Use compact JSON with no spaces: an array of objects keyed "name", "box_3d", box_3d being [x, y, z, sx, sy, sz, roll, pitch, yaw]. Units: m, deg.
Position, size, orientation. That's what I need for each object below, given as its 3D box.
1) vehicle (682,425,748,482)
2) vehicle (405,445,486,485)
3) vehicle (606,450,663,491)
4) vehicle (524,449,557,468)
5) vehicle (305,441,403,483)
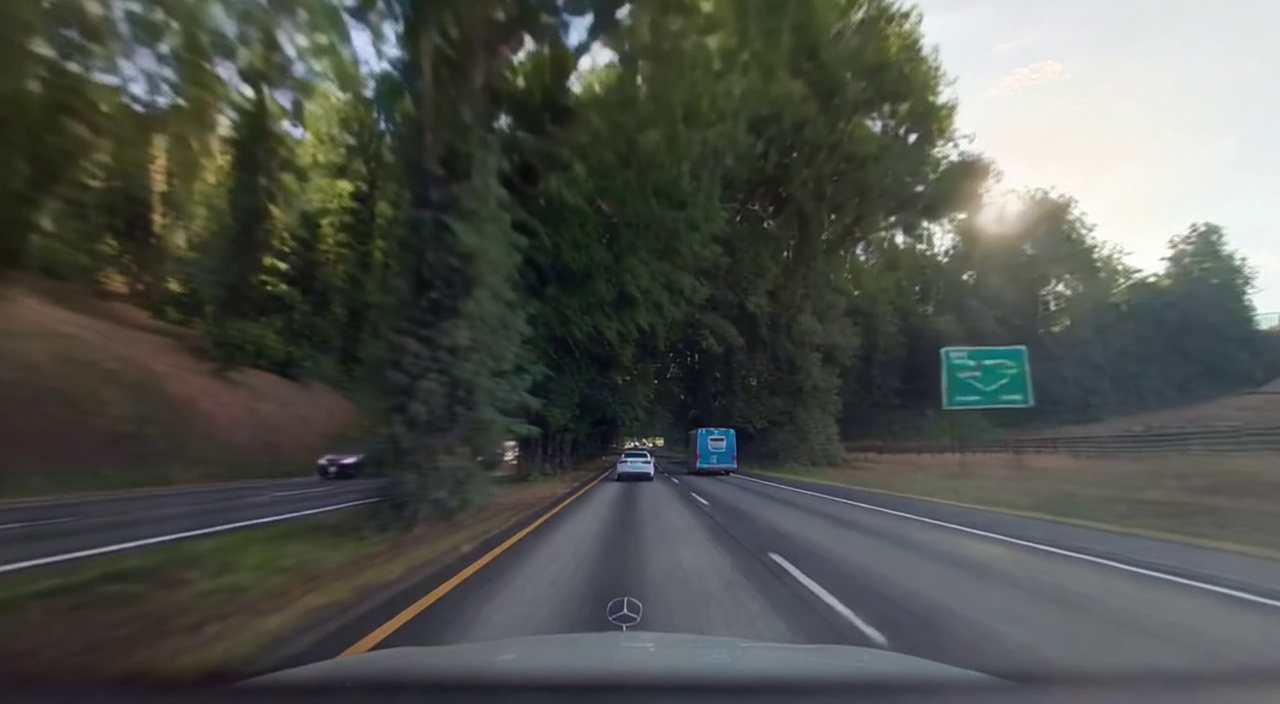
[{"name":"vehicle","box_3d":[3.754,5.288,32.956,2.513,2.633,5.930,0,-9,-2]},{"name":"vehicle","box_3d":[-7.819,4.582,25.797,1.952,1.449,4.276,0,-9,0]},{"name":"vehicle","box_3d":[-0.224,4.539,24.412,2.037,1.417,3.885,0,-9,-1]},{"name":"vehicle","box_3d":[-7.739,8.280,49.133,1.911,1.461,3.984,0,-9,0]},{"name":"vehicle","box_3d":[-11.836,4.578,26.442,2.083,1.616,4.311,0,-9,0]}]
